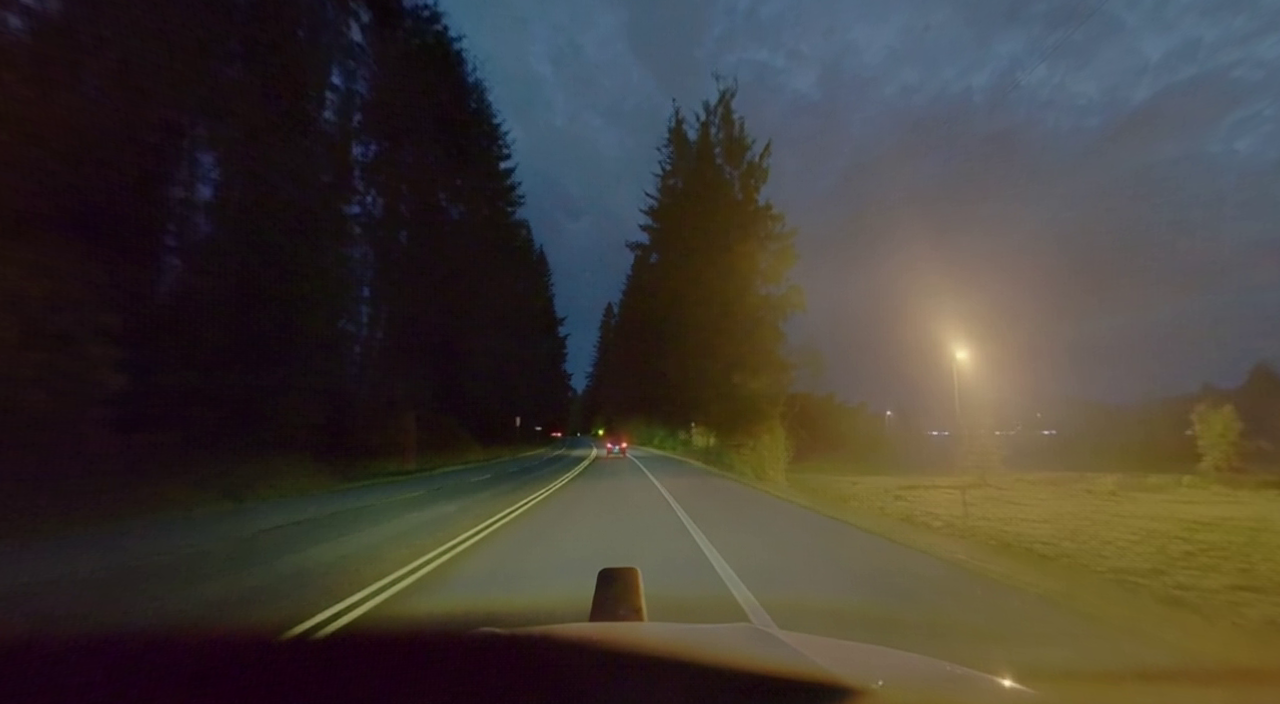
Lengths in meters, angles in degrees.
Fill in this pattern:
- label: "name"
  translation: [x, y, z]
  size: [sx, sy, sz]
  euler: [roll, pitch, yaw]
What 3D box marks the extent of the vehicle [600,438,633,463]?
- label: "vehicle"
  translation: [-1.498, 6.340, 40.785]
  size: [2.042, 1.489, 3.963]
  euler: [0, -8, -1]
